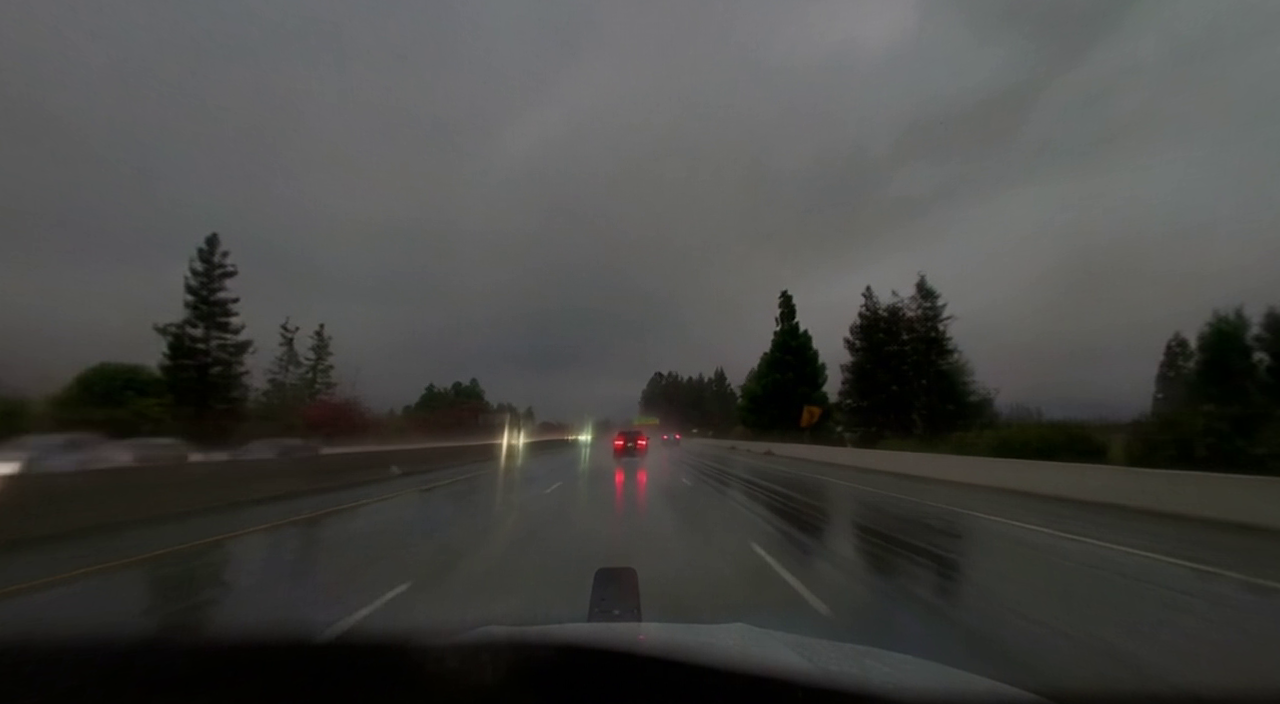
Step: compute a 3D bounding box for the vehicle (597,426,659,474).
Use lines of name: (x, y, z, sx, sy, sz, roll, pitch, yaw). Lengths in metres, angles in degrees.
vehicle: (-0.426, 3.561, 23.079, 2.094, 1.600, 3.666, 0, -8, -1)

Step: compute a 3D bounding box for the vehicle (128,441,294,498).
vehicle: (-12.561, 3.413, 18.875, 1.907, 1.444, 4.397, 0, -8, -1)

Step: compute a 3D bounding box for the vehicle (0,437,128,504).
vehicle: (-16.273, 3.044, 16.666, 2.034, 1.584, 4.118, 0, -8, -1)
